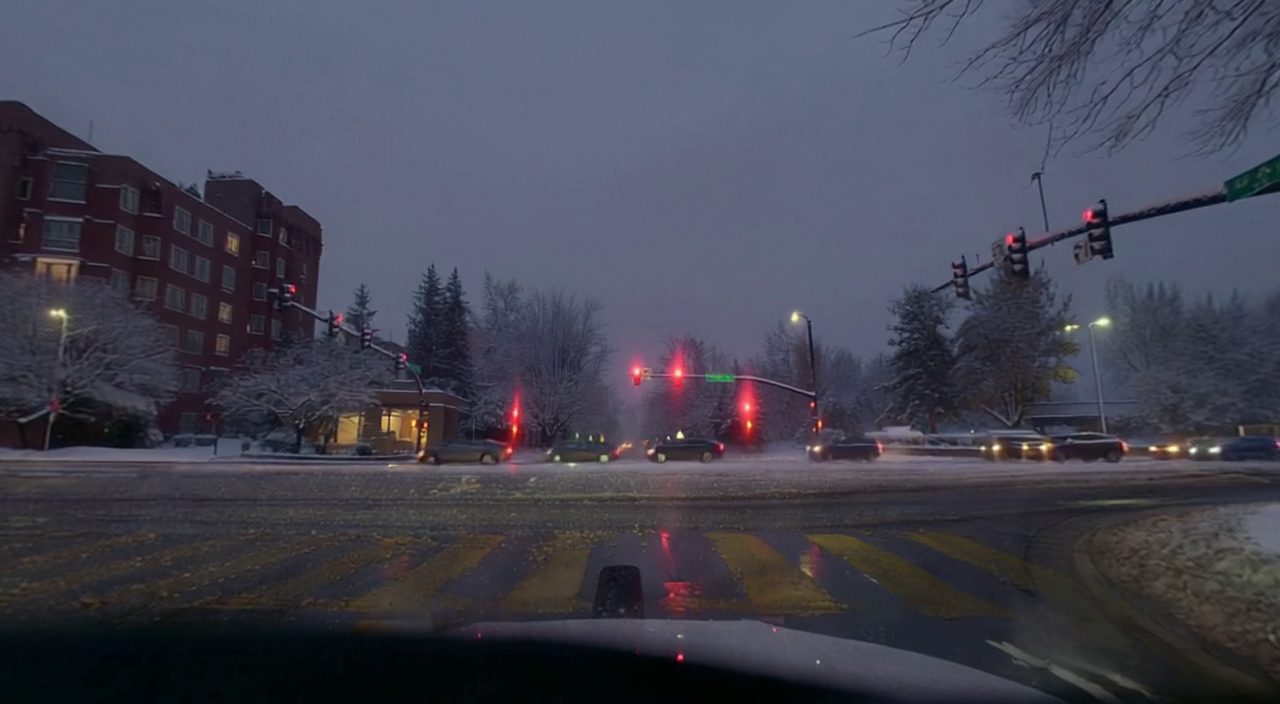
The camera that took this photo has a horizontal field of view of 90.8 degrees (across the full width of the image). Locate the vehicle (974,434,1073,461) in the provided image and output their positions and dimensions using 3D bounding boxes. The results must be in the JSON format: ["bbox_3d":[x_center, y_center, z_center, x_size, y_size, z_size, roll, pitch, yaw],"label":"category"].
[{"bbox_3d":[22.204,5.539,36.680,4.519,1.476,1.767,0,-9,1],"label":"vehicle"}]

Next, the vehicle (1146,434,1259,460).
[{"bbox_3d":[32.646,5.518,36.753,4.724,1.452,1.870,0,-9,0],"label":"vehicle"}]

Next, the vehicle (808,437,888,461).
[{"bbox_3d":[13.171,6.173,40.149,4.443,1.472,1.794,0,-9,1],"label":"vehicle"}]

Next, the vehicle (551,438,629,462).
[{"bbox_3d":[-3.116,6.247,40.203,4.759,1.445,1.865,0,-9,0],"label":"vehicle"}]

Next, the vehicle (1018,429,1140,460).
[{"bbox_3d":[27.637,5.845,39.924,6.133,1.833,2.155,0,-9,-2],"label":"vehicle"}]

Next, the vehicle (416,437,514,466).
[{"bbox_3d":[-9.149,5.247,33.259,4.629,1.423,1.833,-1,-9,1],"label":"vehicle"}]

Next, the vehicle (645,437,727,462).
[{"bbox_3d":[2.613,5.680,36.835,4.631,1.435,1.715,0,-9,-1],"label":"vehicle"}]
